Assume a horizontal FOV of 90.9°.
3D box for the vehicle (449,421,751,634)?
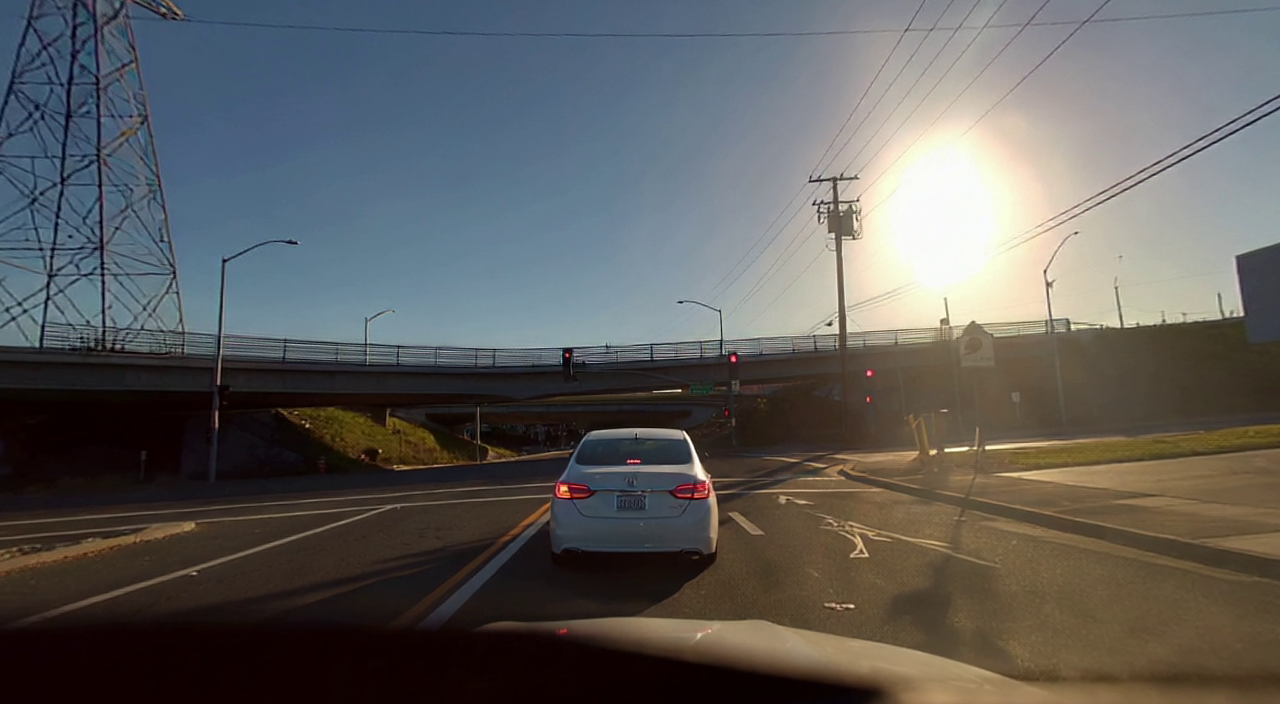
[{"bbox_3d":[-0.242,1.527,6.463,2.090,1.458,4.033,-1,-9,1],"label":"vehicle"}]
